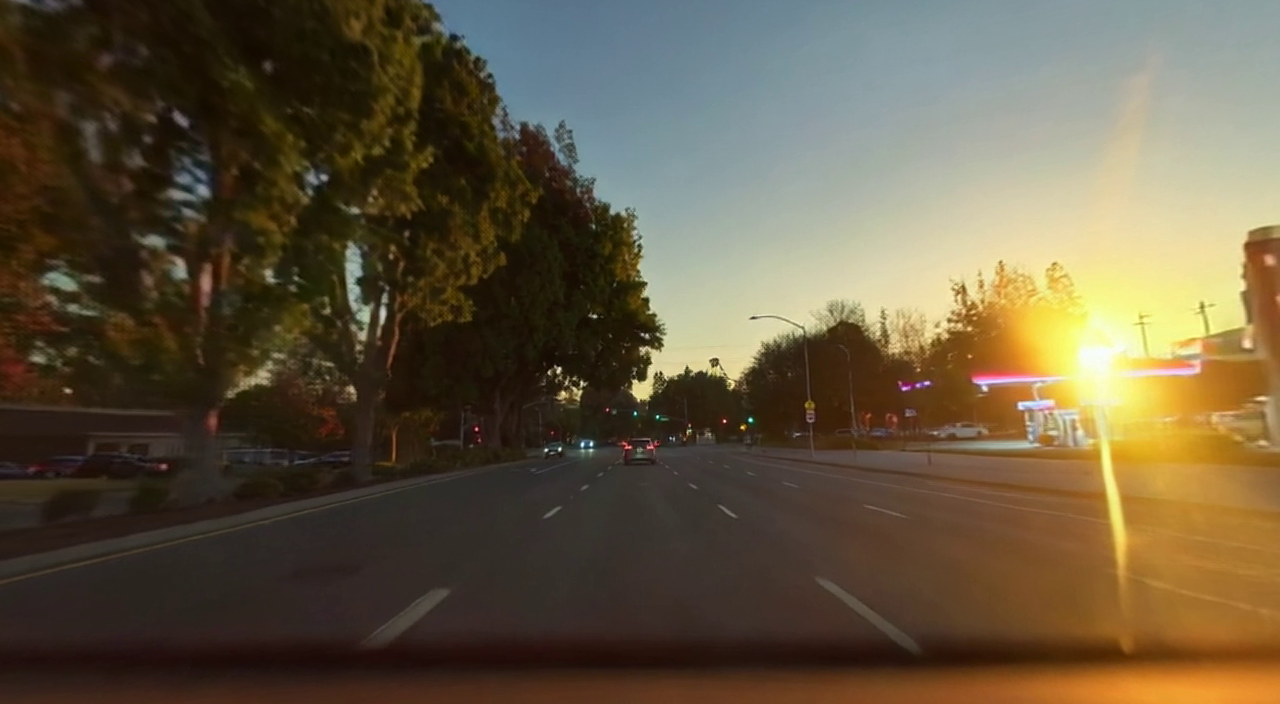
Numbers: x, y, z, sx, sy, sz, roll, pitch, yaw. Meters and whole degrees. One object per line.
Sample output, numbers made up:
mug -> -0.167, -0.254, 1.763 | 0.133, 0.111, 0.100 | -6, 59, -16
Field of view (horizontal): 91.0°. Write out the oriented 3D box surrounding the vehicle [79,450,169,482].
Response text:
vehicle -> -28.670, 6.286, 34.952 | 4.749, 1.666, 1.859 | -4, -9, 25

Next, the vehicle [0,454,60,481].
vehicle -> -38.277, 6.979, 37.976 | 4.469, 1.557, 1.959 | 6, -10, -34

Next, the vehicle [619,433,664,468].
vehicle -> 0.062, 5.214, 33.360 | 2.213, 1.715, 4.242 | 0, -8, -1
